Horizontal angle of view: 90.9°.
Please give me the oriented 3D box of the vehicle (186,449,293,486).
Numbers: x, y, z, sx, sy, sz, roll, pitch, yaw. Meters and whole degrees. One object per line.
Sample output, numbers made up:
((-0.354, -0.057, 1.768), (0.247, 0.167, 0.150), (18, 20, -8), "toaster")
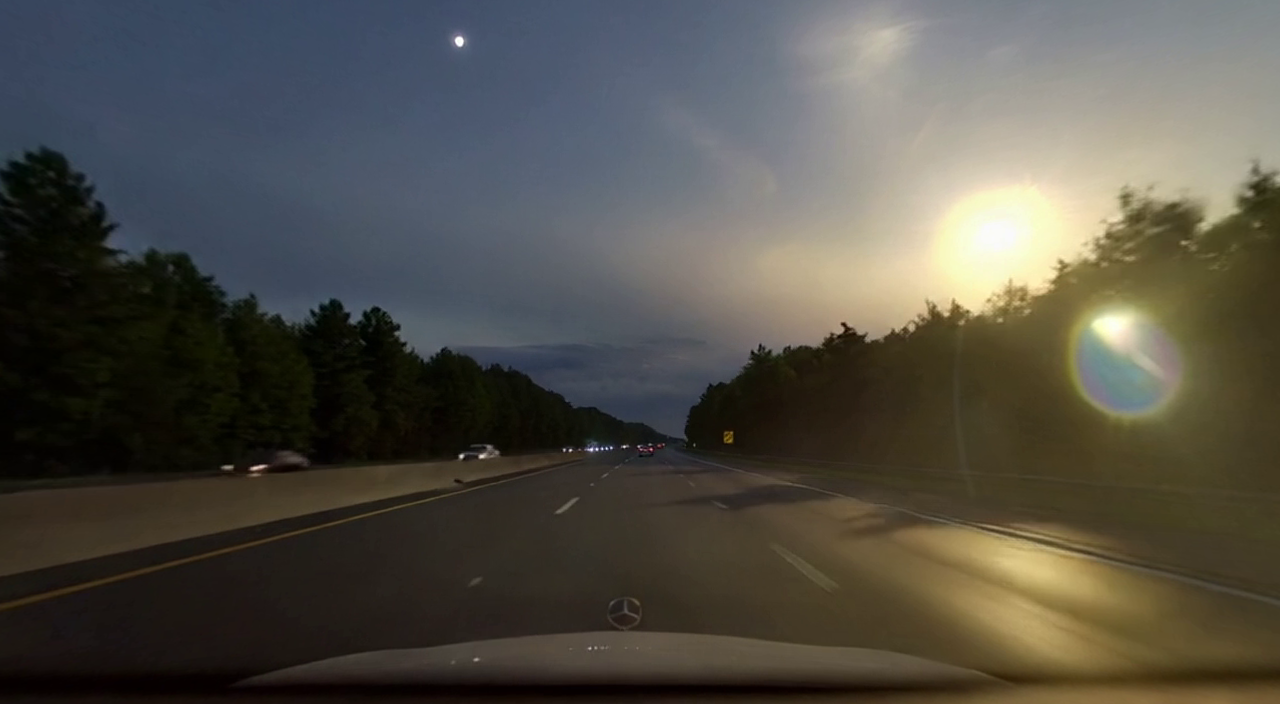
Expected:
((-16.899, 4.871, 26.840), (1.872, 1.465, 3.915), (0, -9, 1), "vehicle")

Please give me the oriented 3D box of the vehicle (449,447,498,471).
((-11.230, 7.235, 42.827), (1.997, 1.549, 4.691), (0, -9, 1), "vehicle")
